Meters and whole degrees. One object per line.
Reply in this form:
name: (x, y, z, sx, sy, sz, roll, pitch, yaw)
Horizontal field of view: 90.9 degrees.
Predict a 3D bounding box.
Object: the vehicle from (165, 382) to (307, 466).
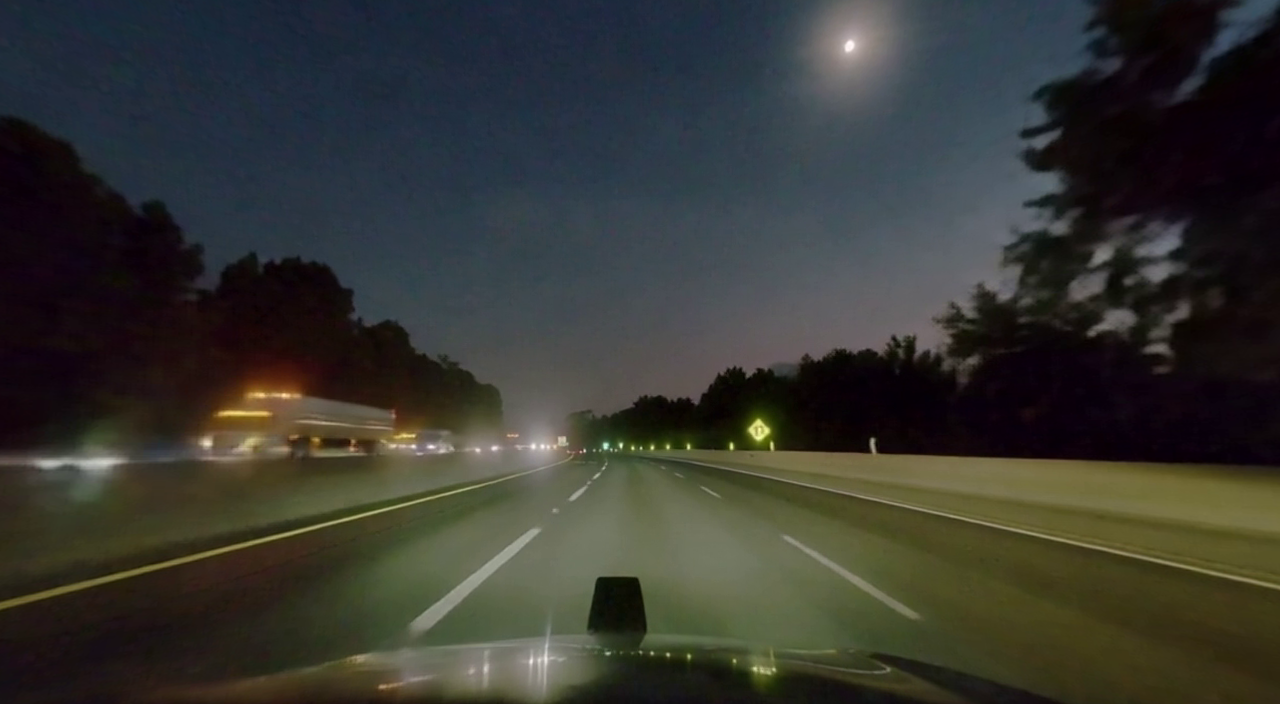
vehicle: (-20.758, 3.874, 32.994, 3.001, 3.943, 6.753, 0, -9, -3)
